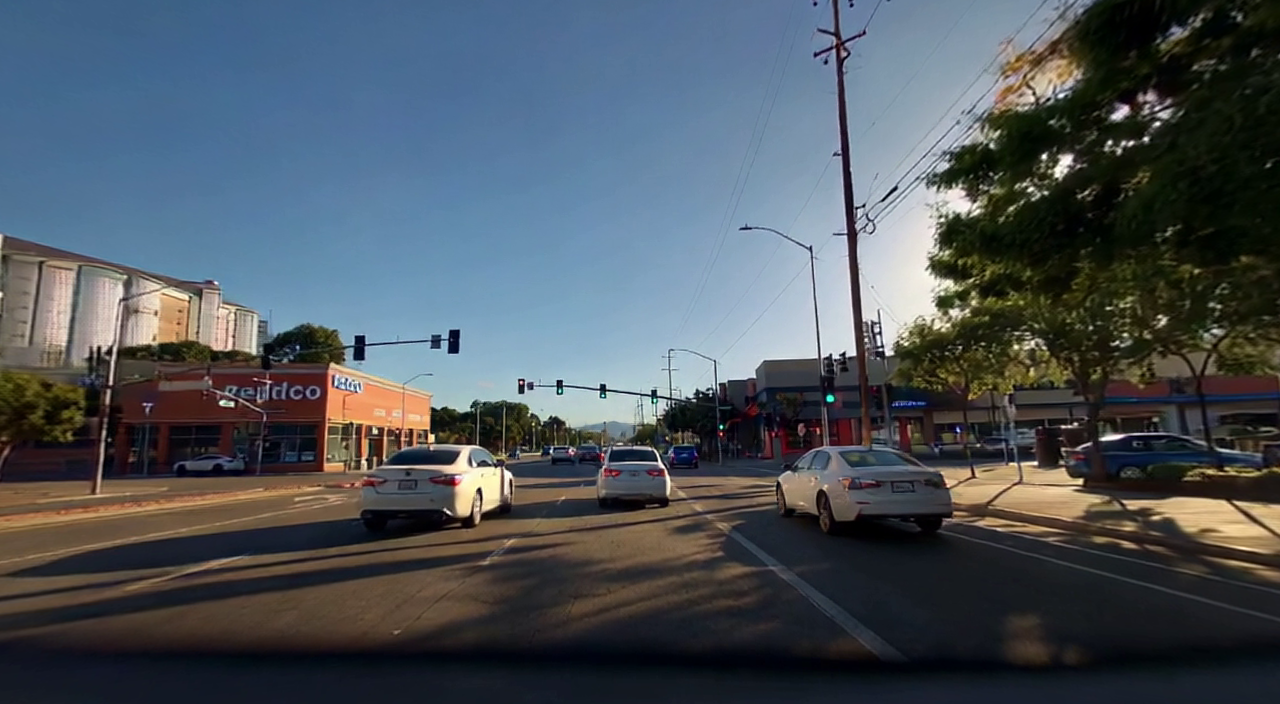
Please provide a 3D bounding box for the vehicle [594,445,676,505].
[{"bbox_3d":[-0.200,3.421,18.076,2.072,1.473,4.139,0,-9,-2],"label":"vehicle"}]

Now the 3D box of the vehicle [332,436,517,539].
[{"bbox_3d":[-3.821,2.468,12.256,2.035,1.564,4.702,0,-9,-1],"label":"vehicle"}]

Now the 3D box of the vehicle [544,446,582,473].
[{"bbox_3d":[-4.769,6.736,39.802,1.932,1.606,4.157,0,-9,-1],"label":"vehicle"}]

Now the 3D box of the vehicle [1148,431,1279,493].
[{"bbox_3d":[16.469,2.820,16.458,4.802,1.480,2.126,1,-9,-6],"label":"vehicle"}]

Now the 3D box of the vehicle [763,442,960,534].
[{"bbox_3d":[4.144,2.616,12.914,2.119,1.479,4.910,0,-9,-2],"label":"vehicle"}]

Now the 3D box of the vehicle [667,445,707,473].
[{"bbox_3d":[2.898,6.687,39.776,1.986,1.660,4.006,0,-9,-2],"label":"vehicle"}]
